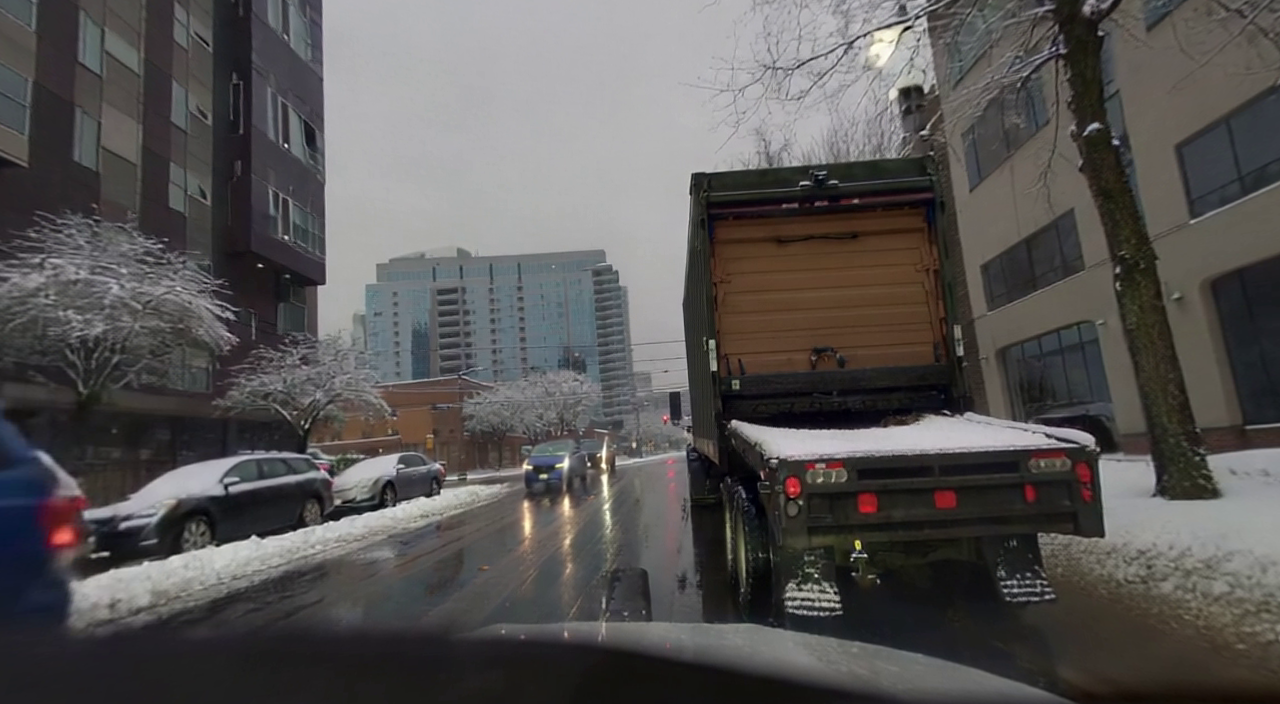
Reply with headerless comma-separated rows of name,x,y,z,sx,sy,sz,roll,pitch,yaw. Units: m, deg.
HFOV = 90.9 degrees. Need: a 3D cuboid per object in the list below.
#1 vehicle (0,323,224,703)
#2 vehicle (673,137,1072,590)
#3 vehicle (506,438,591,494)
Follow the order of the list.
vehicle,-3.434,0.618,0.938,2.223,1.804,4.746,0,-8,2
vehicle,2.544,0.852,11.417,3.320,4.034,11.553,-1,-8,6
vehicle,-2.767,3.550,20.093,2.183,1.563,4.257,0,-8,-2
